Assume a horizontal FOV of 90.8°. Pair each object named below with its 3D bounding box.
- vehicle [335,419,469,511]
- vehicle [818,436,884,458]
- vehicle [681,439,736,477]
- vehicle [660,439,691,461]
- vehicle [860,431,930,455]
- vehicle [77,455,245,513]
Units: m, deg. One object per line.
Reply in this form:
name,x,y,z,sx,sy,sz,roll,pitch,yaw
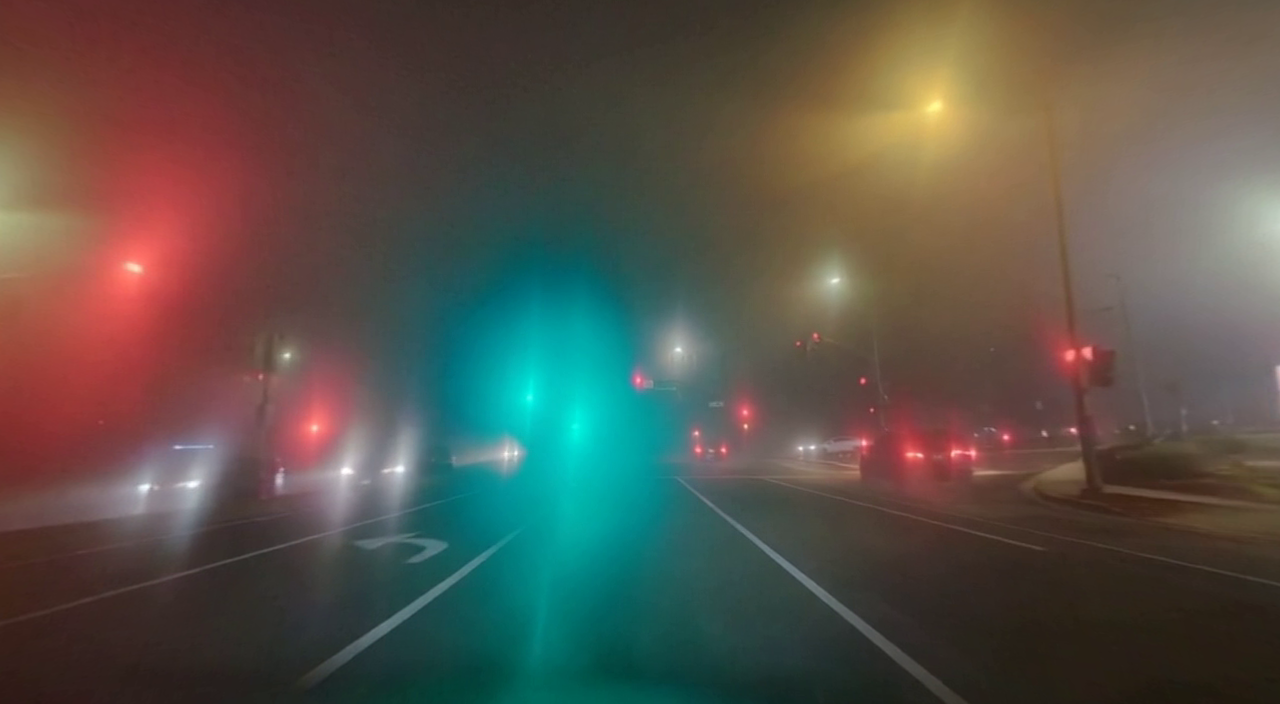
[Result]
vehicle,-6.198,2.980,17.288,2.270,2.068,5.517,1,-9,-9
vehicle,16.157,7.258,48.375,4.497,1.594,1.935,3,-9,-23
vehicle,3.063,4.791,28.872,1.961,1.580,4.020,0,-8,-1
vehicle,2.698,7.611,48.962,1.982,1.605,4.439,0,-8,-1
vehicle,18.482,6.599,45.803,4.447,1.601,2.033,3,-9,-22
vehicle,-15.350,4.215,20.632,1.931,1.590,4.478,0,-8,1
